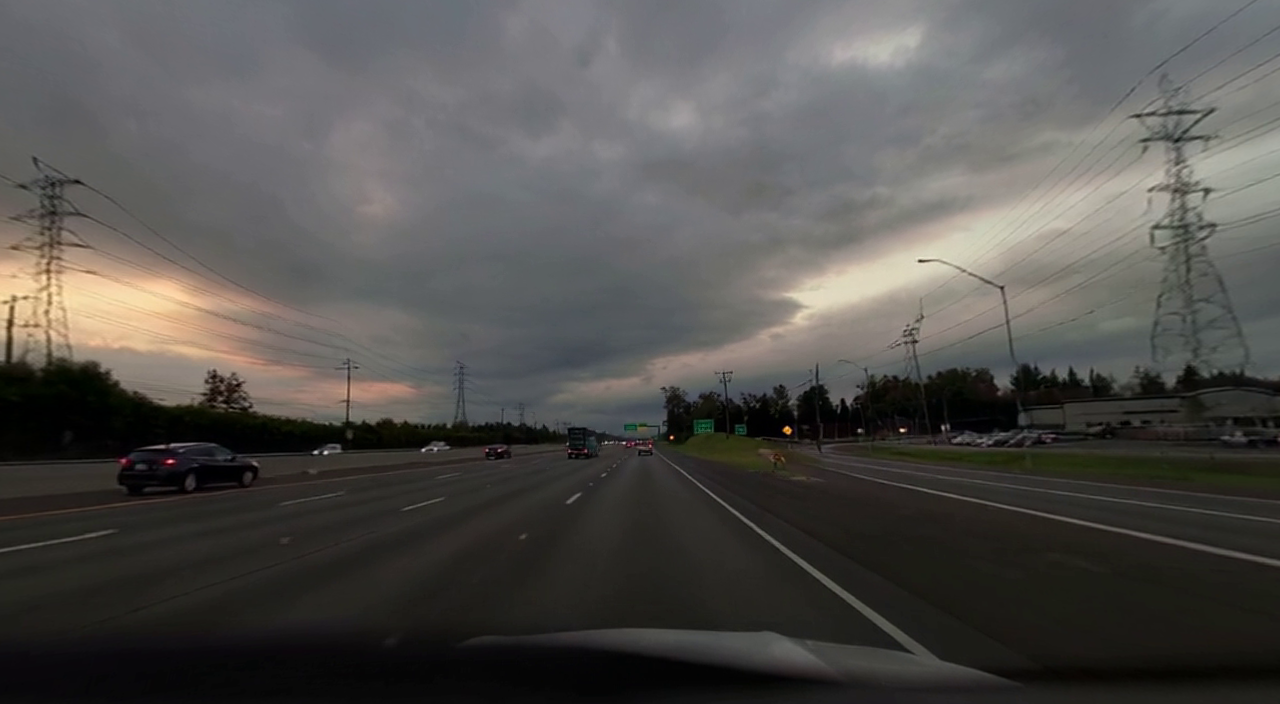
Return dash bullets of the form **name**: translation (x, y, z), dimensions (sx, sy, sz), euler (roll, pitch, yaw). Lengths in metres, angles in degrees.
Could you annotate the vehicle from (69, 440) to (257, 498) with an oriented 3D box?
- **vehicle**: translation (-13.670, 3.344, 18.509), dimensions (1.988, 1.477, 4.442), euler (0, -8, 1)
